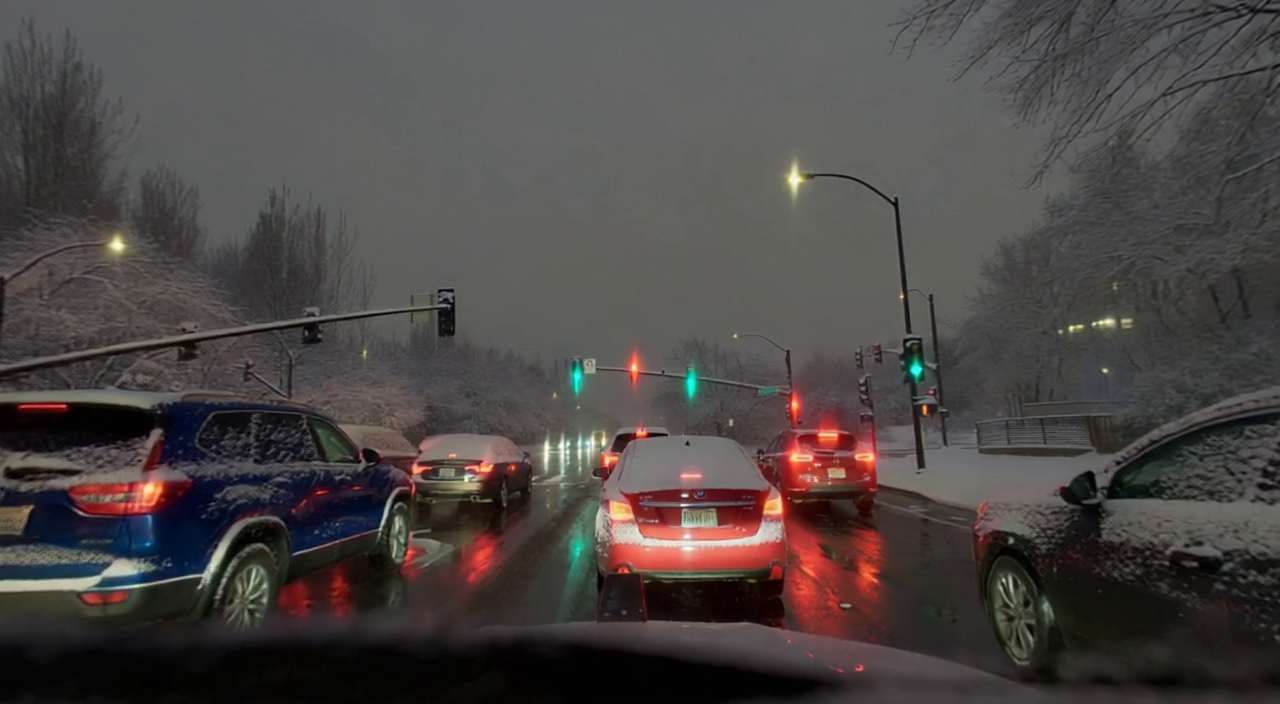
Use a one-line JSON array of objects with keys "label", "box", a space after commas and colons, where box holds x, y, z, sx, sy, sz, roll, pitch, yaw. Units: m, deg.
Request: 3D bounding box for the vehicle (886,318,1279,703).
[{"label": "vehicle", "box": [3.044, 0.917, 3.042, 1.880, 1.747, 4.500, 0, -8, 0]}]

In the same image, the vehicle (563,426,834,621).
[{"label": "vehicle", "box": [0.439, 1.599, 6.795, 2.051, 1.460, 3.932, 0, -8, 0]}]

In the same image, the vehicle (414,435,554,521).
[{"label": "vehicle", "box": [-3.070, 2.566, 13.318, 1.868, 1.516, 4.114, 0, -8, 1]}]

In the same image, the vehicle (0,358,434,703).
[{"label": "vehicle", "box": [-3.459, 1.226, 5.280, 1.889, 1.767, 4.289, 0, -8, 1]}]
